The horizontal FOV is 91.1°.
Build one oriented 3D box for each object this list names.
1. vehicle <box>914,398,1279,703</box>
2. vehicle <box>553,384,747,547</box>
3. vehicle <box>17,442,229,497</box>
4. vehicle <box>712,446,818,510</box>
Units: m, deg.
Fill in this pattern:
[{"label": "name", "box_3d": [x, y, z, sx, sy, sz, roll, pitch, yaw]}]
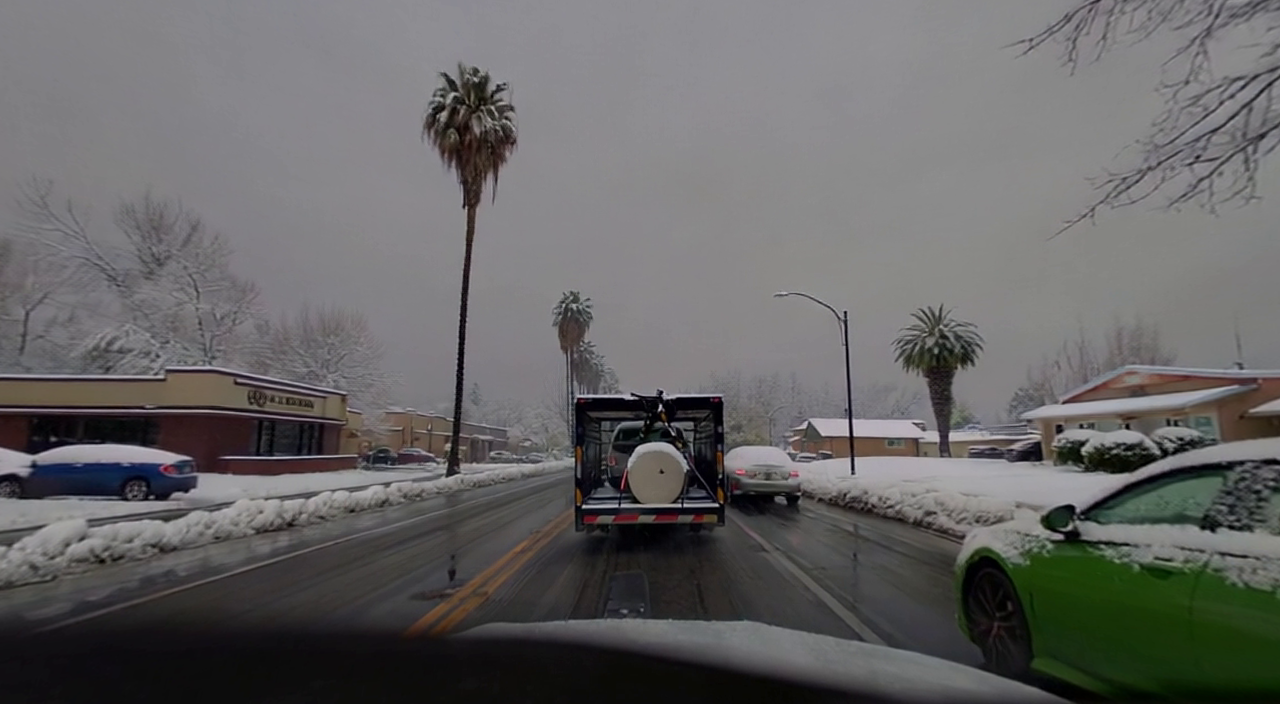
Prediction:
[{"label": "vehicle", "box_3d": [3.042, 0.904, 1.890, 2.171, 1.520, 4.853, 0, -8, -1]}, {"label": "vehicle", "box_3d": [0.168, 2.081, 12.200, 2.728, 2.305, 6.506, 0, -8, 1]}, {"label": "vehicle", "box_3d": [-15.084, 3.427, 18.526, 4.490, 1.500, 1.875, 0, -8, -2]}, {"label": "vehicle", "box_3d": [3.231, 3.328, 17.143, 2.010, 1.499, 4.107, 0, -8, 0]}]
